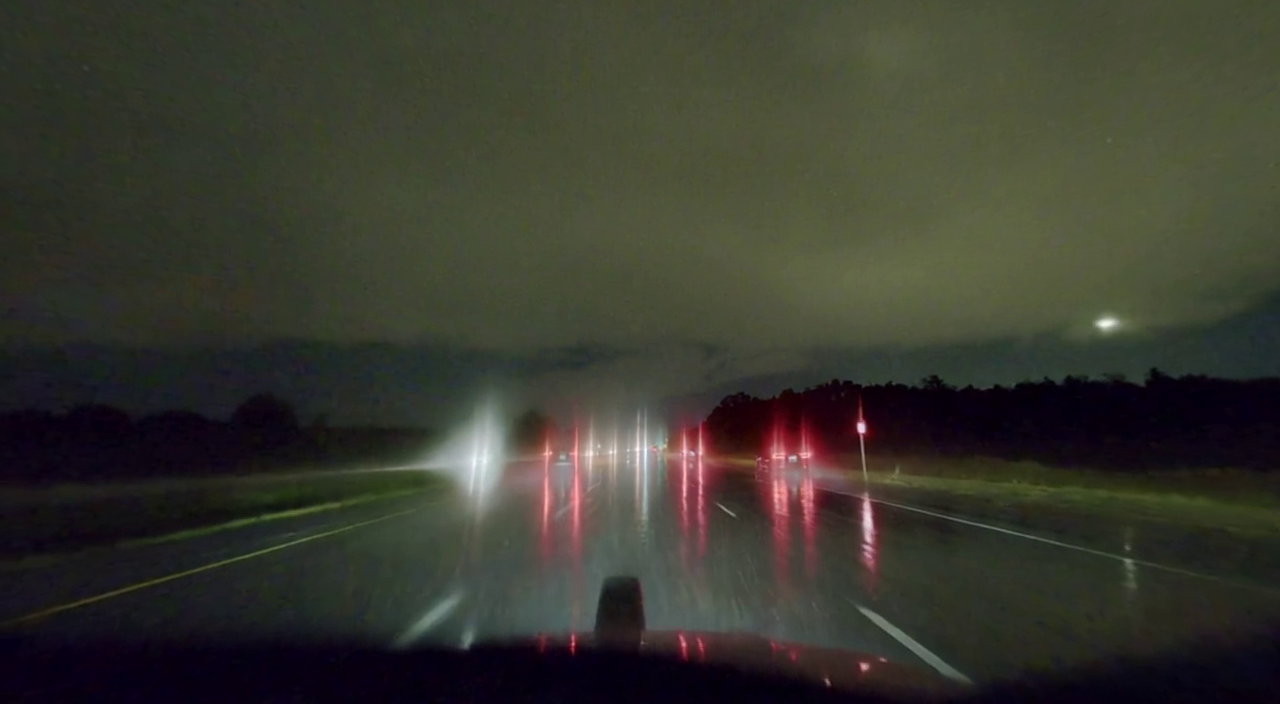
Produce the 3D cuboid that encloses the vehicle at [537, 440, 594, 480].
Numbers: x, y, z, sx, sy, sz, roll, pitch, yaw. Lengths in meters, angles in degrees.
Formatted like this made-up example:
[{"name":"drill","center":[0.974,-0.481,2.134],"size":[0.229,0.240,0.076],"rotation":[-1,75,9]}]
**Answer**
[{"name":"vehicle","center":[-3.440,5.071,29.846],"size":[2.070,1.707,4.309],"rotation":[0,-9,2]}]
